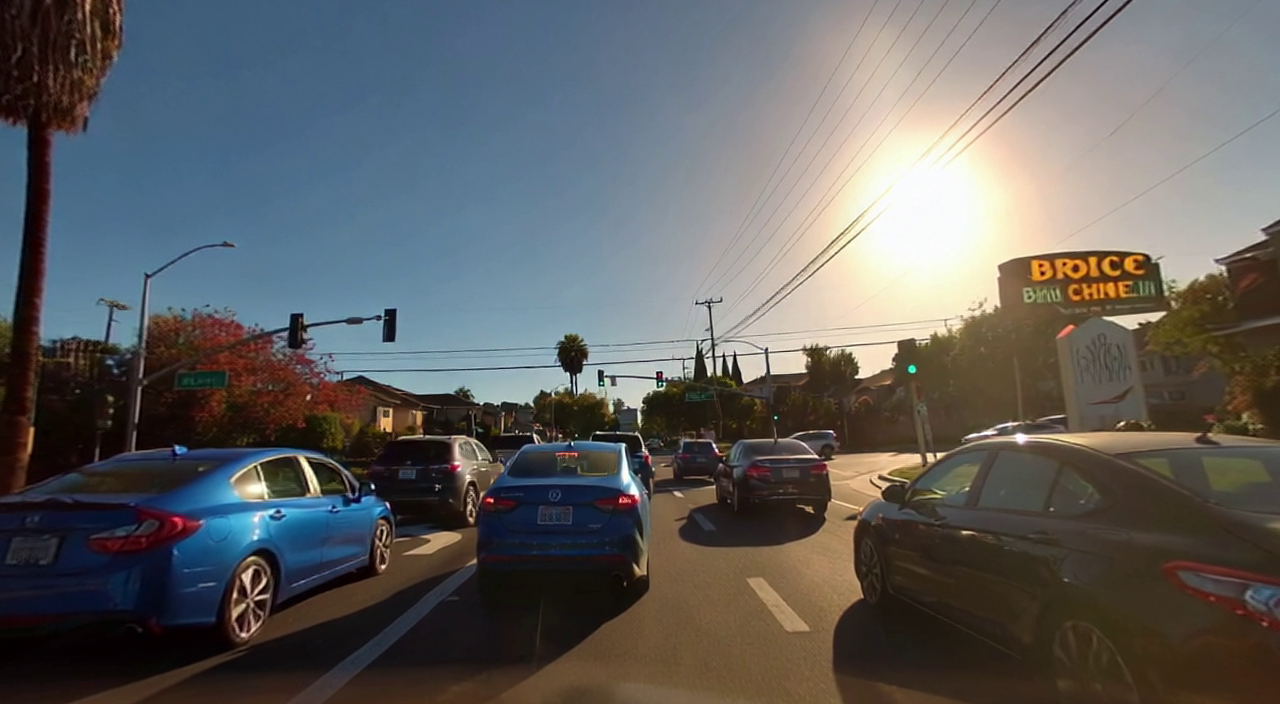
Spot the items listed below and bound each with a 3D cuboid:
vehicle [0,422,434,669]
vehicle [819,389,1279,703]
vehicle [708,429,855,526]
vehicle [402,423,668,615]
[{"bbox_3d":[-3.668,1.511,6.130,2.058,1.474,4.473,0,-9,-3],"label":"vehicle"},{"bbox_3d":[2.769,1.153,3.862,2.014,1.464,4.312,0,-9,-1],"label":"vehicle"},{"bbox_3d":[2.625,2.443,12.866,1.956,1.615,4.205,0,-9,-1],"label":"vehicle"},{"bbox_3d":[-0.882,1.617,6.999,2.104,1.500,3.815,0,-9,-2],"label":"vehicle"}]
